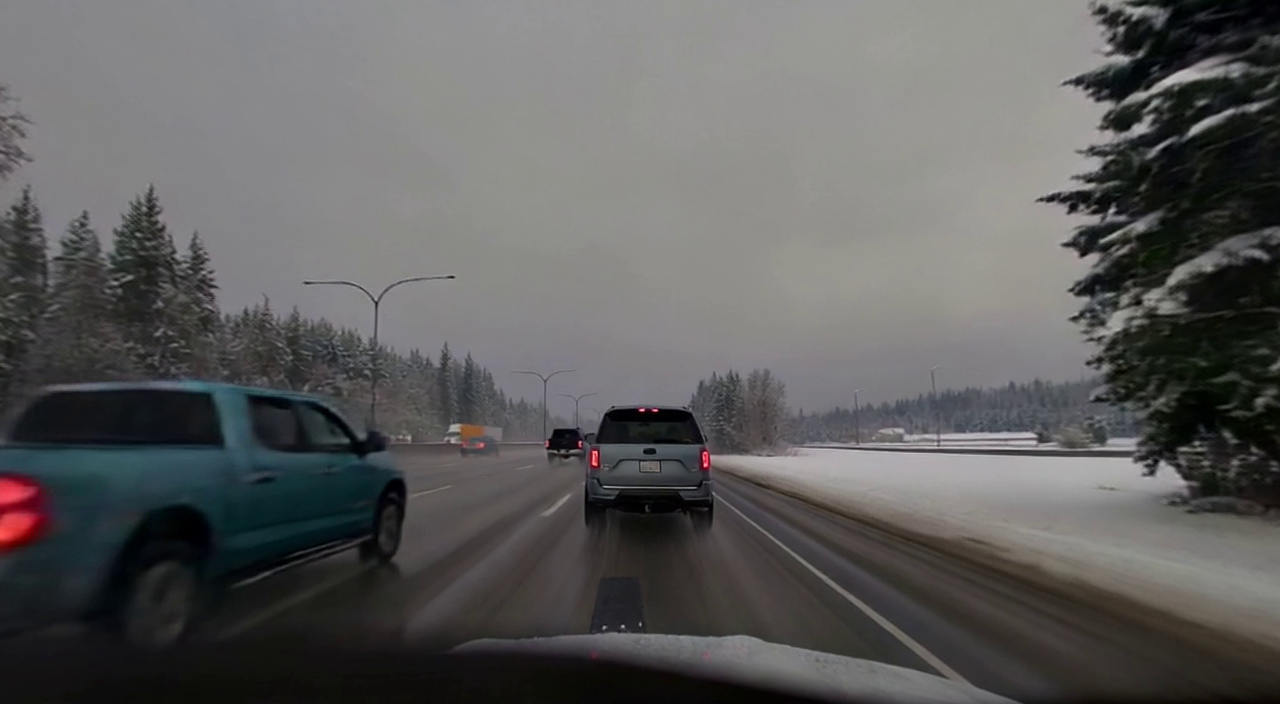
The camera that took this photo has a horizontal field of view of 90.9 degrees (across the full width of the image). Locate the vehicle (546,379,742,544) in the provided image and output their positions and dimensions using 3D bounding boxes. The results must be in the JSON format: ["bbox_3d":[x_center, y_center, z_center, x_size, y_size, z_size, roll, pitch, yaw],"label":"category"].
[{"bbox_3d":[0.060,1.693,10.184,2.395,2.013,4.734,0,-8,0],"label":"vehicle"}]

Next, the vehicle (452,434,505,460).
[{"bbox_3d":[-10.152,6.029,40.074,2.002,1.484,4.798,0,-8,1],"label":"vehicle"}]

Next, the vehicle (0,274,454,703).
[{"bbox_3d":[-3.342,0.960,4.296,2.235,1.826,6.106,0,-8,1],"label":"vehicle"}]
